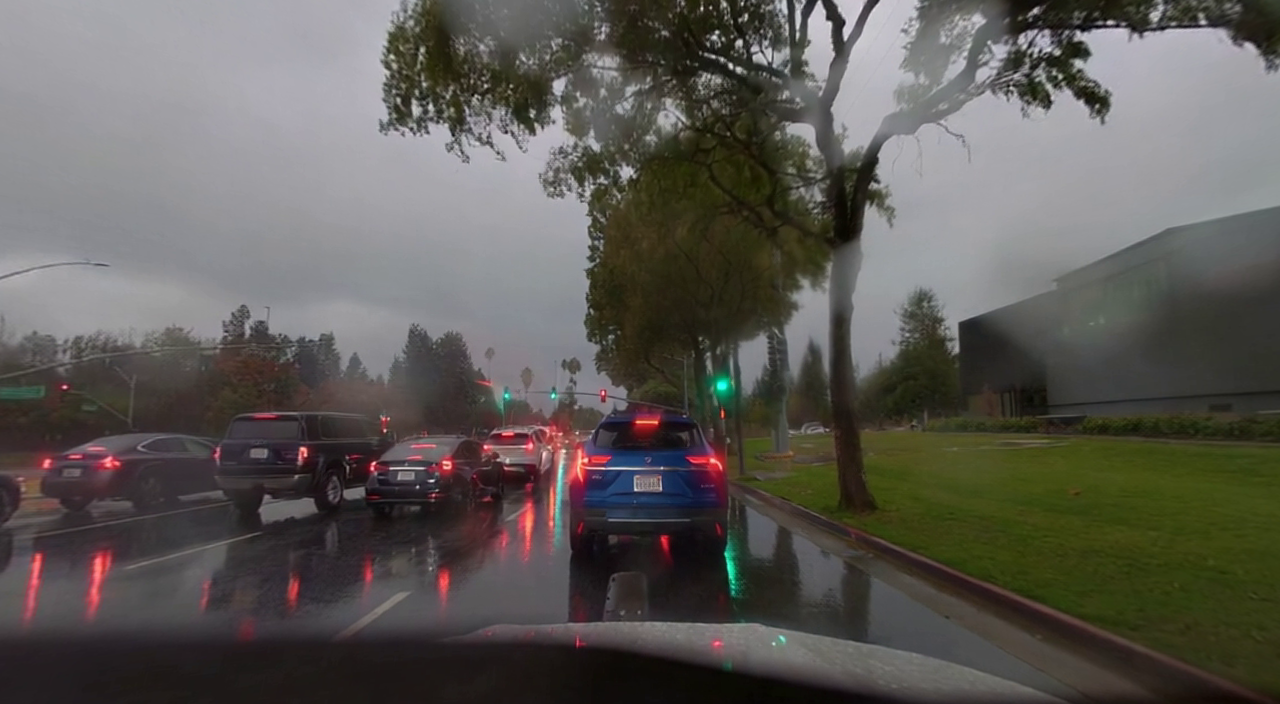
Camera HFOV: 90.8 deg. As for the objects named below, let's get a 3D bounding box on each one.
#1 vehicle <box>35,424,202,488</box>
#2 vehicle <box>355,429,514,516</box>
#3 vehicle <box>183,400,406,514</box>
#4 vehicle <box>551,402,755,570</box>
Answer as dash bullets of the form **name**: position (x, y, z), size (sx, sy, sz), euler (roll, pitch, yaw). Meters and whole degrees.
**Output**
- **vehicle**: position (-17.677, 3.548, 21.770), size (2.136, 1.976, 4.342), euler (0, -9, -4)
- **vehicle**: position (-4.080, 2.464, 13.396), size (1.942, 1.523, 4.212), euler (0, -9, 0)
- **vehicle**: position (-7.390, 2.341, 14.398), size (2.195, 2.093, 5.185), euler (0, -9, -1)
- **vehicle**: position (0.106, 1.674, 8.573), size (2.055, 1.681, 4.270), euler (0, -9, -1)
